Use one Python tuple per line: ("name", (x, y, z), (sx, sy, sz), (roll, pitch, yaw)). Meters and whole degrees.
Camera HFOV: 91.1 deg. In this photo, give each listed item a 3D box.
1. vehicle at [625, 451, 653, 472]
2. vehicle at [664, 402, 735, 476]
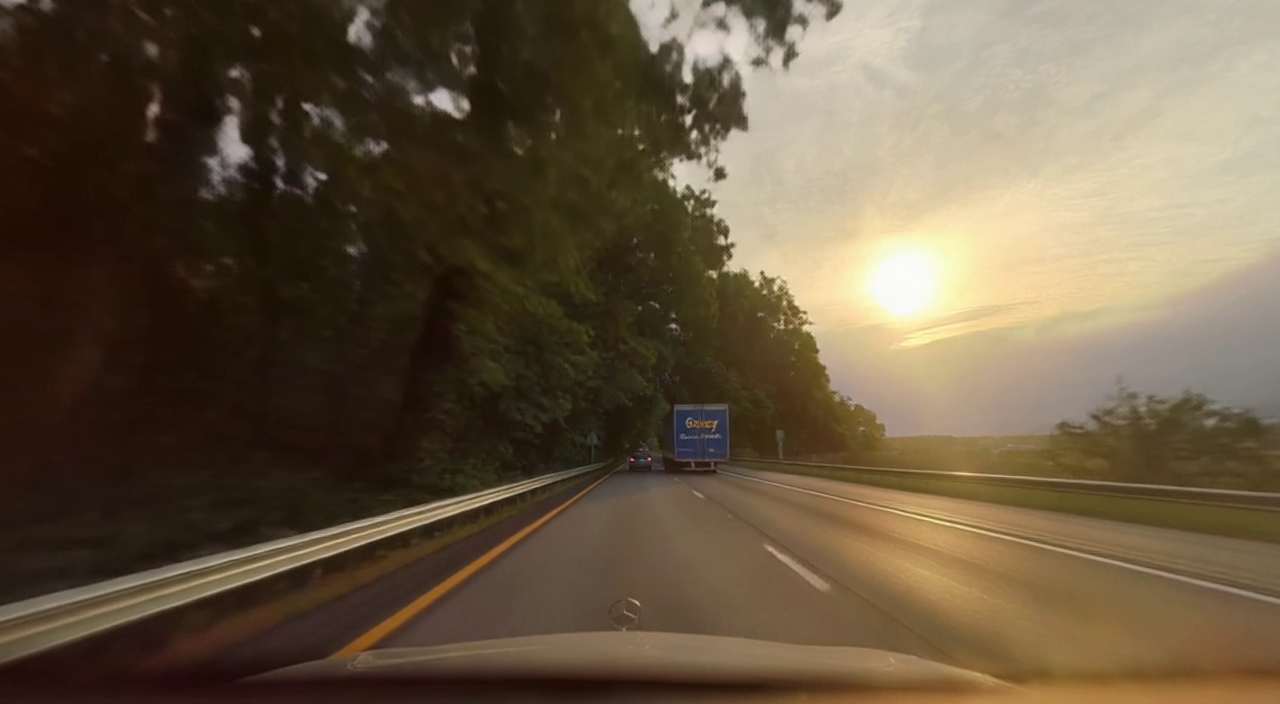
("vehicle", (-0.036, 8.503, 48.814), (2.057, 1.528, 3.958), (-1, -9, 1))
("vehicle", (3.515, 5.713, 40.716), (3.440, 4.090, 11.380), (-1, -9, 0))
